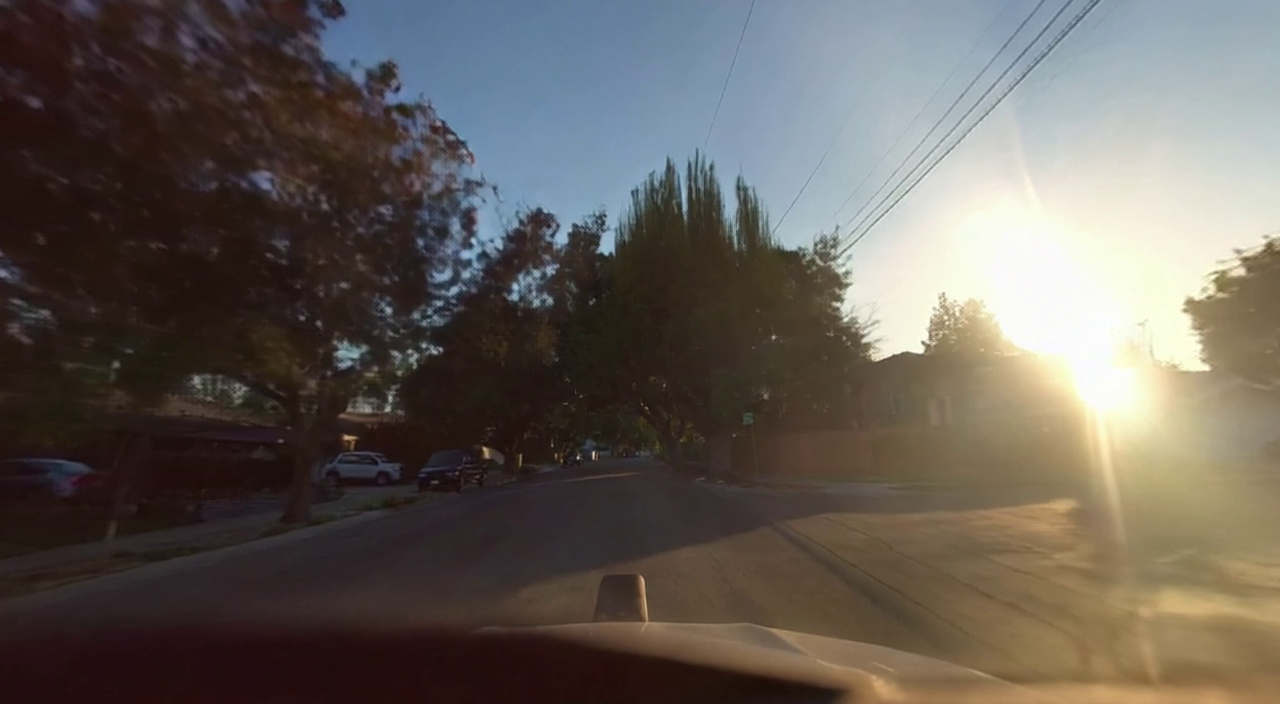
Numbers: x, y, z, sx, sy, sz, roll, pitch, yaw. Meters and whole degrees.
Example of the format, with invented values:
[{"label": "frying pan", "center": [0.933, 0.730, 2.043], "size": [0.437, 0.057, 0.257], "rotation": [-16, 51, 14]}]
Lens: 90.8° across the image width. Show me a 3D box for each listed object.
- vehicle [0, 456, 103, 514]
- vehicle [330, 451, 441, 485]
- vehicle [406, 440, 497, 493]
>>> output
[{"label": "vehicle", "center": [-17.998, 3.677, 17.723], "size": [4.147, 1.423, 1.875], "rotation": [0, -7, 0]}, {"label": "vehicle", "center": [-12.433, 5.692, 31.090], "size": [4.538, 1.578, 2.000], "rotation": [0, -9, 1]}, {"label": "vehicle", "center": [-7.442, 4.628, 25.533], "size": [2.091, 1.912, 4.598], "rotation": [0, -10, 2]}]
